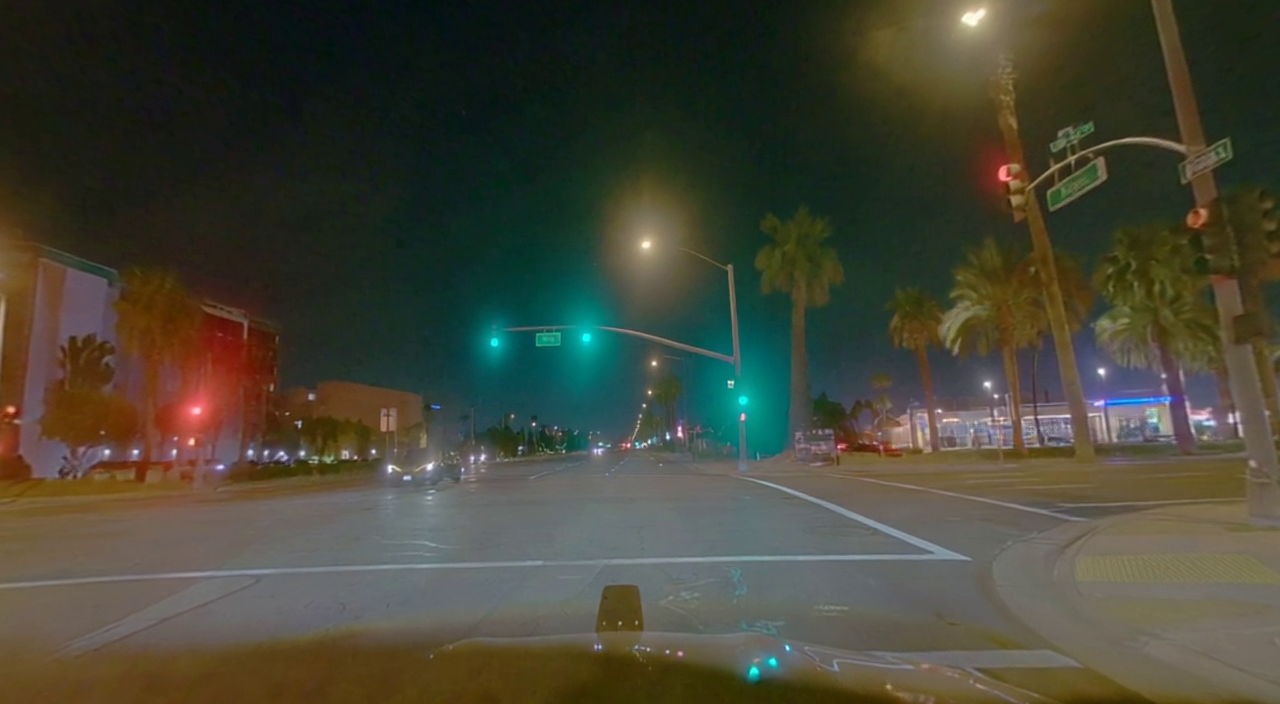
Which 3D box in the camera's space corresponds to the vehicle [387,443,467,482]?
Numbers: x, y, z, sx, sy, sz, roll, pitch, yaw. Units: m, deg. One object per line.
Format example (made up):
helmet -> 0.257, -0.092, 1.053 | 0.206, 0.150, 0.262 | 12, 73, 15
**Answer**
vehicle -> -10.737, 5.594, 32.195 | 2.270, 1.833, 4.860 | 0, -9, 1
